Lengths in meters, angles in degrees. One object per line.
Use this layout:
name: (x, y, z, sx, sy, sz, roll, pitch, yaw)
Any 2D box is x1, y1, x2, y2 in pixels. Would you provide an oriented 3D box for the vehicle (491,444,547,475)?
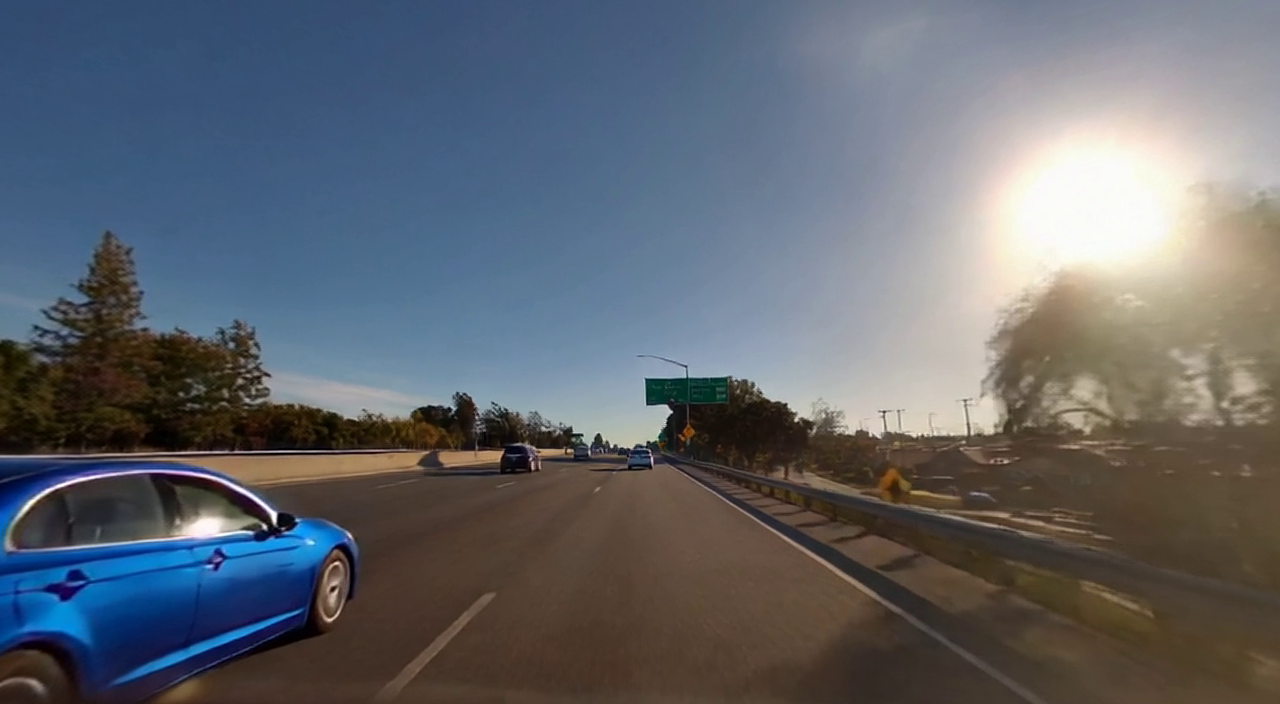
vehicle: (-6.404, 5.703, 33.787, 2.075, 1.528, 4.327, 0, -8, 1)

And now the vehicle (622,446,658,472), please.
vehicle: (0.003, 6.312, 37.454, 2.051, 1.443, 3.770, 0, -8, 0)
